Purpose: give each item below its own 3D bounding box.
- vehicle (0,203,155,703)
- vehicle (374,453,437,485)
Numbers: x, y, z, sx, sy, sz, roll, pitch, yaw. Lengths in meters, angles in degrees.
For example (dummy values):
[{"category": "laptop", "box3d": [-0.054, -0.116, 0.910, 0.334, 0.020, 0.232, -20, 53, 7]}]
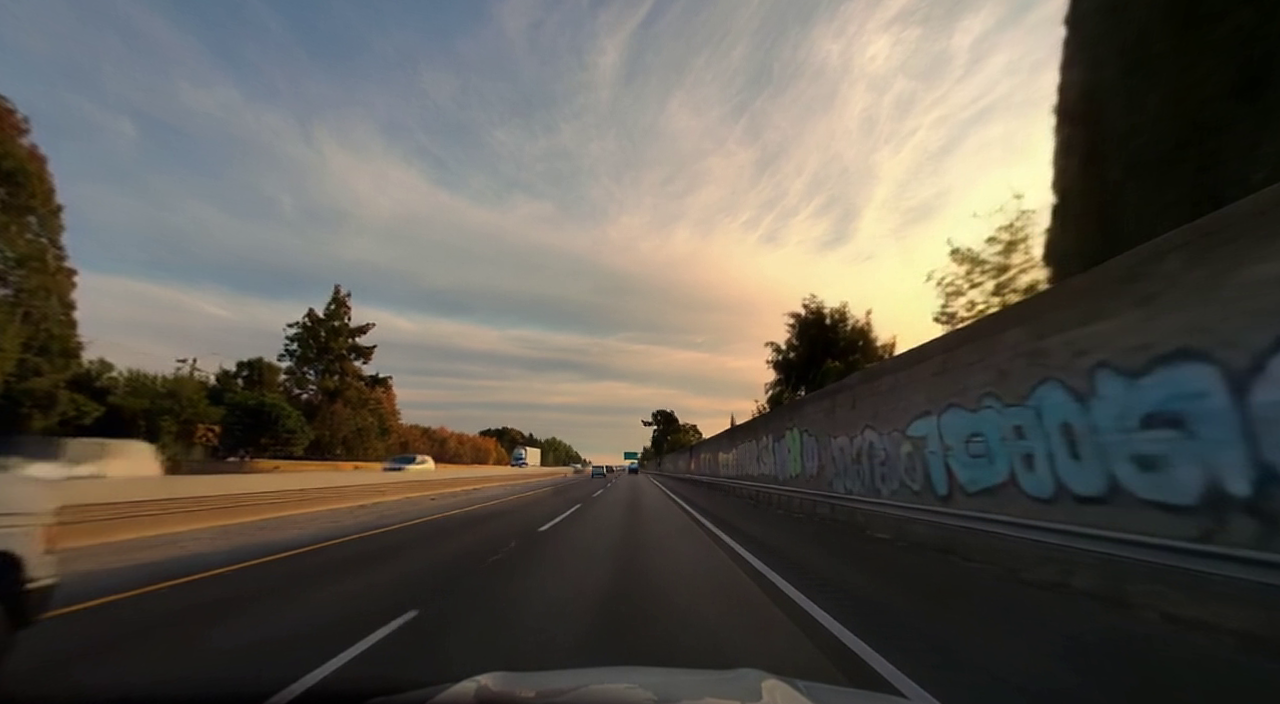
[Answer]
[{"category": "vehicle", "box3d": [-4.254, 0.114, 0.667, 2.597, 2.434, 6.020, 1, -11, -1]}, {"category": "vehicle", "box3d": [-13.404, 6.757, 36.306, 1.927, 1.666, 4.412, 1, -11, 0]}]
